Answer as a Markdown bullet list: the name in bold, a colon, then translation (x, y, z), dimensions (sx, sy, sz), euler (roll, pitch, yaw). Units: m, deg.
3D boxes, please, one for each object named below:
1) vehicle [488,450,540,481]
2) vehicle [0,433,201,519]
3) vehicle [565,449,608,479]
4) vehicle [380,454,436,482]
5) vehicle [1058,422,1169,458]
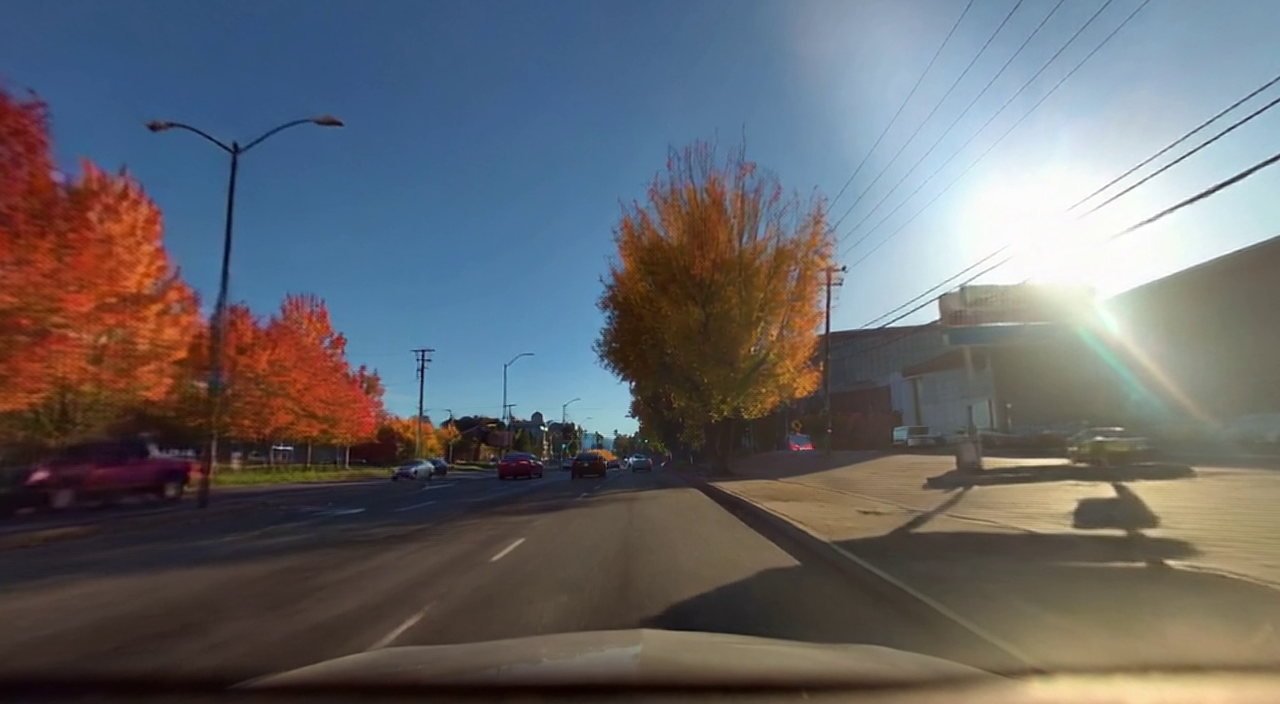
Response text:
- **vehicle**: translation (-7.005, 6.346, 35.528), dimensions (1.932, 1.596, 4.247), euler (0, -8, 2)
- **vehicle**: translation (-15.590, 3.308, 17.646), dimensions (2.276, 1.956, 5.850), euler (0, -8, 1)
- **vehicle**: translation (-3.202, 6.760, 38.331), dimensions (2.085, 1.663, 4.513), euler (0, -8, 2)
- **vehicle**: translation (-13.951, 6.967, 38.097), dimensions (1.909, 1.502, 4.355), euler (1, -8, -3)
- **vehicle**: translation (22.094, 4.147, 29.670), dimensions (1.884, 1.532, 4.745), euler (0, -8, 5)
